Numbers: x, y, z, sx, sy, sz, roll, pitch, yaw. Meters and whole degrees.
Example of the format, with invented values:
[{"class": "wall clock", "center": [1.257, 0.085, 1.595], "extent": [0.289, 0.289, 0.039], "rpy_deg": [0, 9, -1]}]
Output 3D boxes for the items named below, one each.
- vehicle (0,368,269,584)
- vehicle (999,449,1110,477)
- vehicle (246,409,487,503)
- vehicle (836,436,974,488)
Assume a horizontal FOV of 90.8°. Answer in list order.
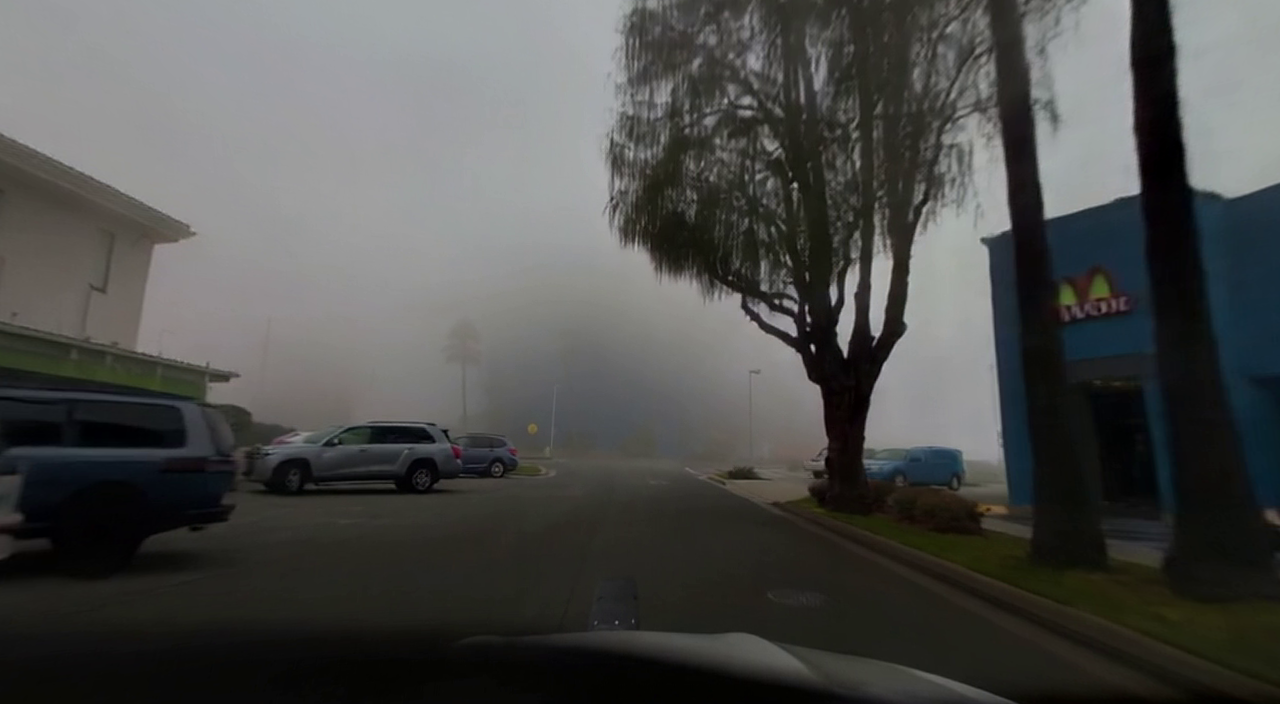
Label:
[{"class": "vehicle", "center": [-6.441, 1.160, 6.107], "extent": [4.652, 1.834, 1.956], "rpy_deg": [3, -9, -24]}, {"class": "vehicle", "center": [24.911, 6.686, 38.210], "extent": [1.785, 1.539, 5.214], "rpy_deg": [7, -11, -34]}, {"class": "vehicle", "center": [-6.325, 2.408, 14.877], "extent": [4.787, 1.867, 2.092], "rpy_deg": [6, -10, -34]}, {"class": "vehicle", "center": [9.833, 4.082, 23.444], "extent": [4.758, 1.759, 2.068], "rpy_deg": [5, -11, -28]}]
